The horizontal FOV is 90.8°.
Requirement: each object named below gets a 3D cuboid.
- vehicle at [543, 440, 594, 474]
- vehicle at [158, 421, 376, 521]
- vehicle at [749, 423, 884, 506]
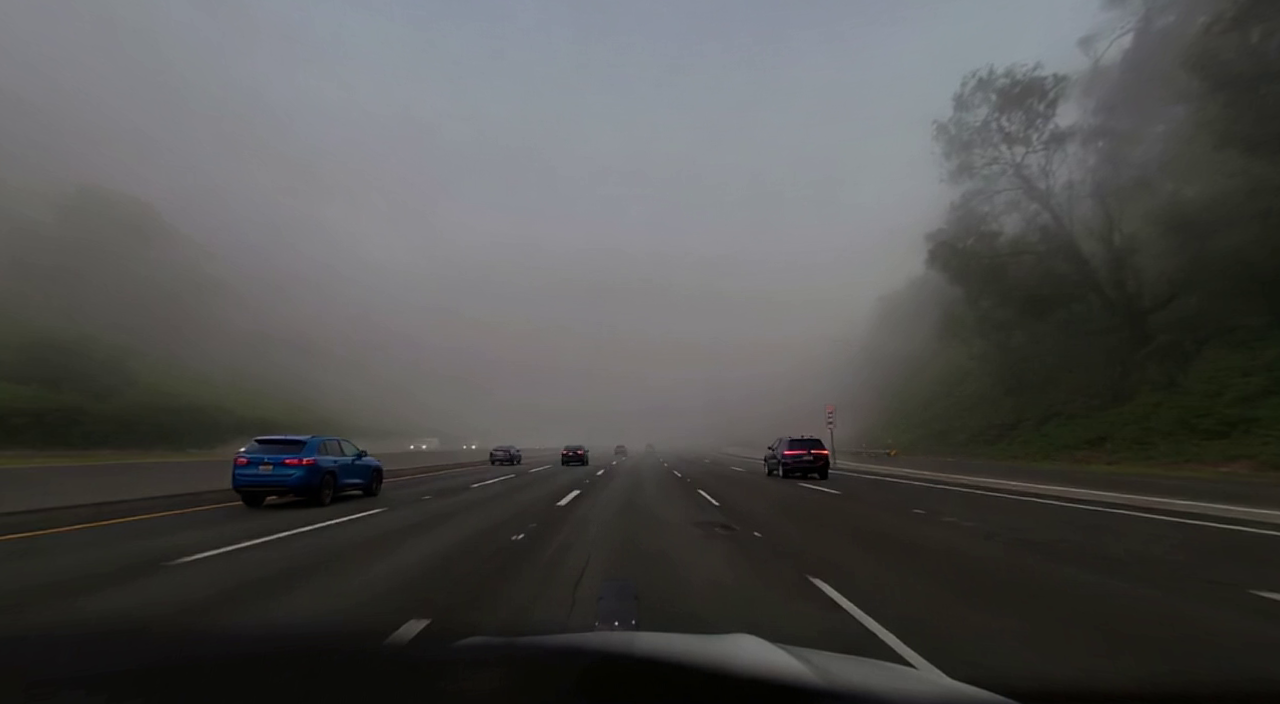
[{"bbox_3d":[-3.372,5.046,30.480,1.925,1.509,4.363,0,-9,0],"label":"vehicle"},{"bbox_3d":[-7.268,2.354,12.941,1.860,1.694,4.173,0,-9,0],"label":"vehicle"},{"bbox_3d":[4.099,2.711,15.546,1.950,1.719,4.545,0,-9,-1],"label":"vehicle"}]
